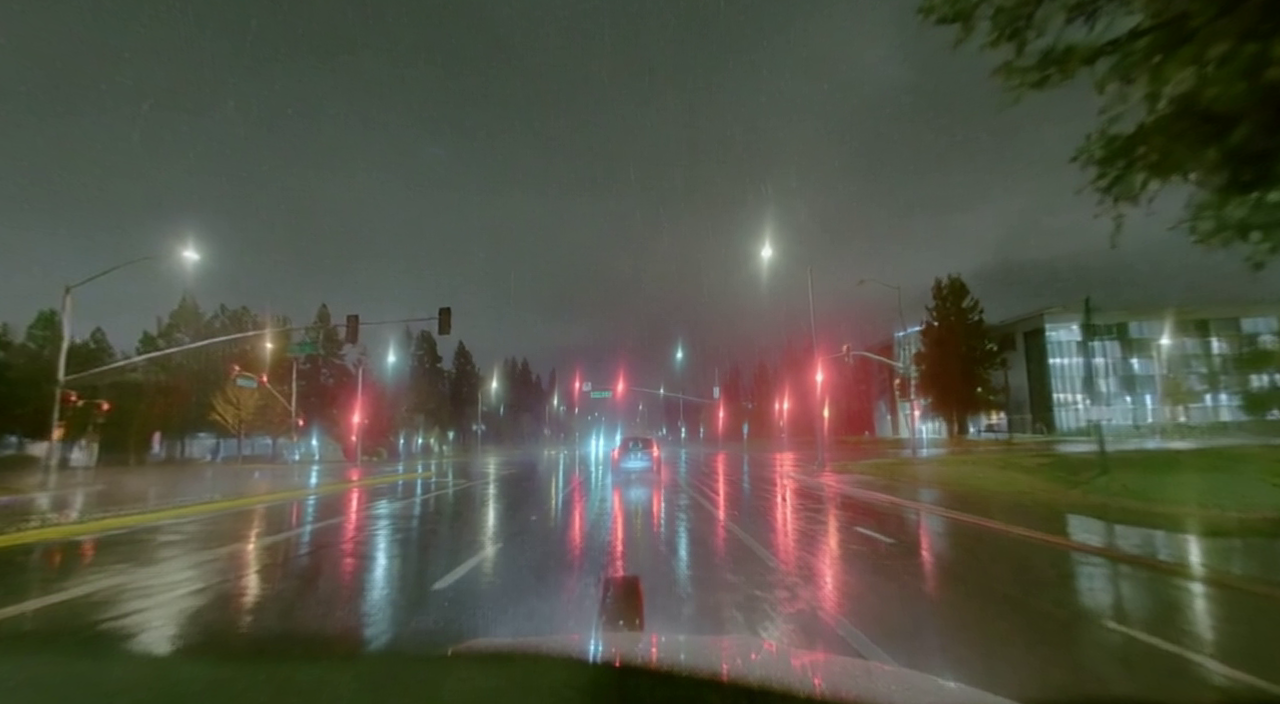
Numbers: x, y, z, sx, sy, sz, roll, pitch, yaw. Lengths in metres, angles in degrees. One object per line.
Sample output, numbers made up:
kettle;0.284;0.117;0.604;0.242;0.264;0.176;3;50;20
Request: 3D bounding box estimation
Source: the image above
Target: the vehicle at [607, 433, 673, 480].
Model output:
vehicle;-0.050;3.644;22.246;2.107;1.470;3.974;0;-9;-1
